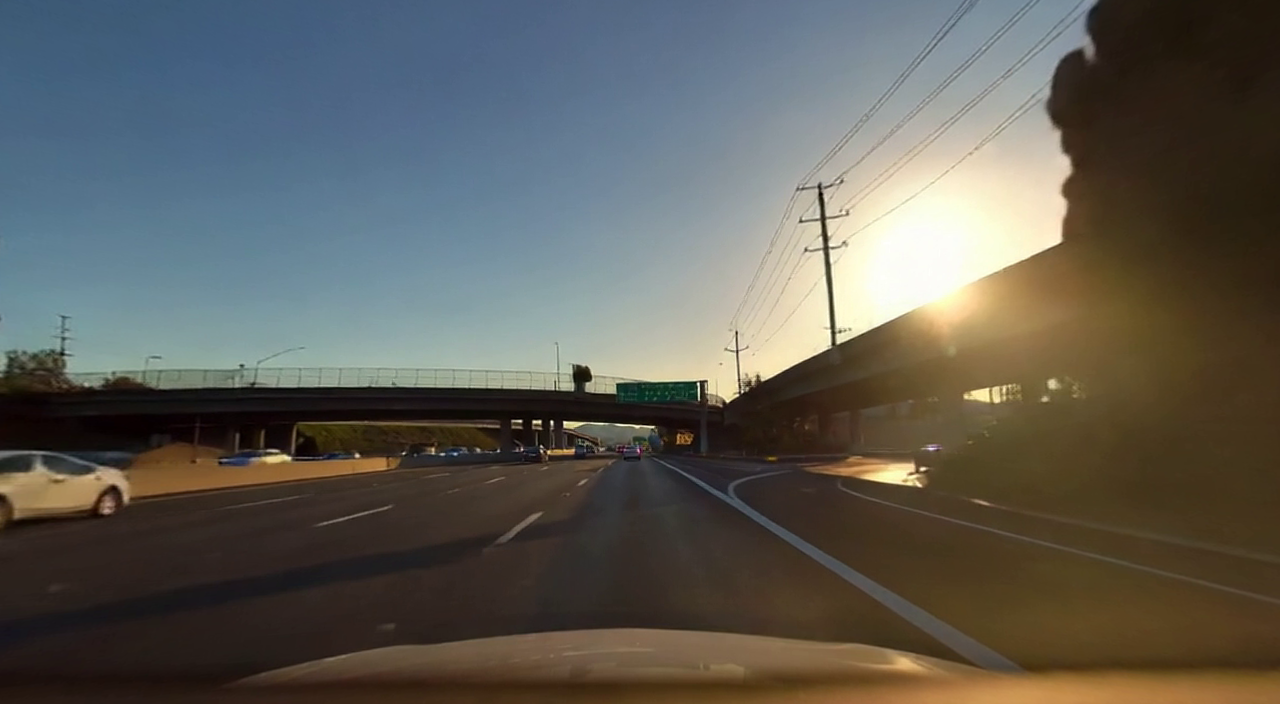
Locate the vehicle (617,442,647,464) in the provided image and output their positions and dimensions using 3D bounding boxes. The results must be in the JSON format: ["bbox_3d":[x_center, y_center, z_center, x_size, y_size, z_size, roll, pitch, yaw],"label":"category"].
[{"bbox_3d":[-0.648,7.435,46.692,2.086,1.472,4.168,0,-8,-2],"label":"vehicle"}]

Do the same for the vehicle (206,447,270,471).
[{"bbox_3d":[-28.332,7.498,44.743,1.854,1.589,3.993,0,-8,0],"label":"vehicle"}]

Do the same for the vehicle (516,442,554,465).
[{"bbox_3d":[-7.449,7.239,45.300,1.994,1.487,4.605,0,-8,0],"label":"vehicle"}]
